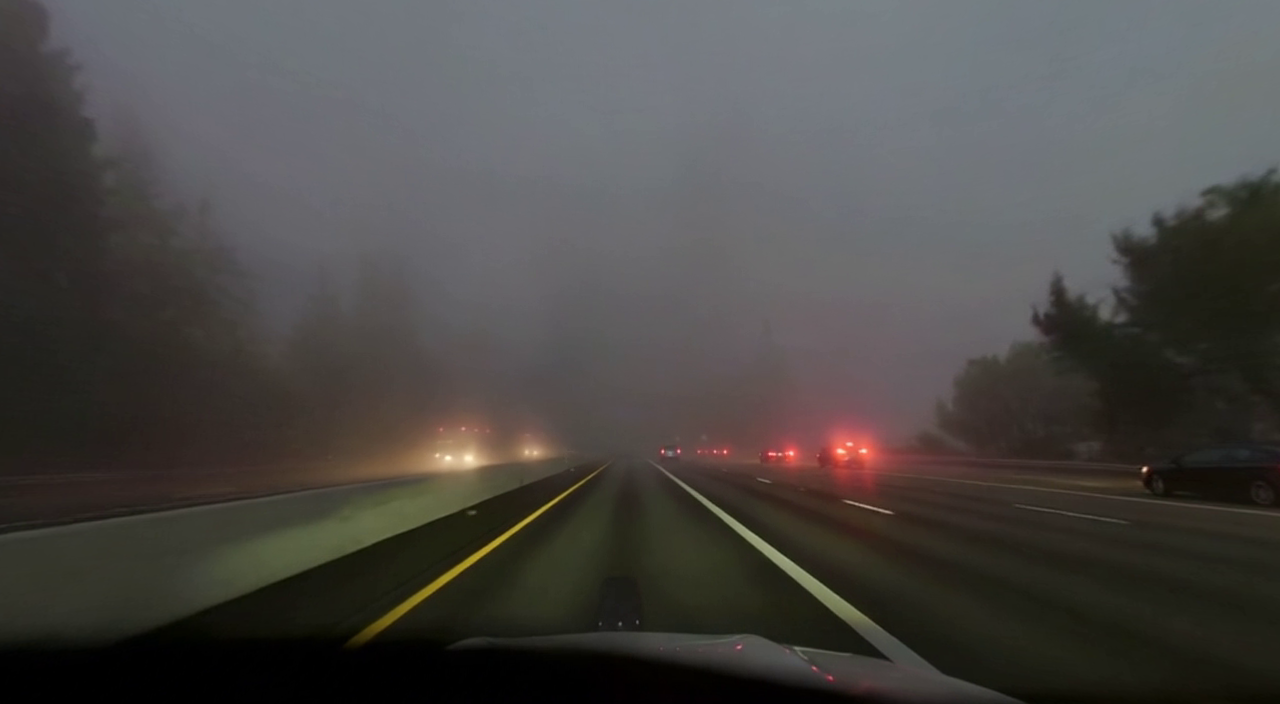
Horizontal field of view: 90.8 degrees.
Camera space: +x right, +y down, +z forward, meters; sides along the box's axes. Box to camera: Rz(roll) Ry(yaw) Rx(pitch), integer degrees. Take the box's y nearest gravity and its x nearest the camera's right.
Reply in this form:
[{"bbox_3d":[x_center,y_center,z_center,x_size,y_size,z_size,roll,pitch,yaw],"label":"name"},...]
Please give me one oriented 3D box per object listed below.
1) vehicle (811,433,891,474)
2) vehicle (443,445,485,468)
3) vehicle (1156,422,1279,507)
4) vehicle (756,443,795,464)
[{"bbox_3d":[9.961,4.838,30.255,2.098,1.820,4.505,0,-9,-2],"label":"vehicle"},{"bbox_3d":[-12.995,7.705,46.840,1.936,1.573,4.320,0,-9,-1],"label":"vehicle"},{"bbox_3d":[14.011,2.403,13.640,1.957,1.709,4.387,0,-9,-1],"label":"vehicle"},{"bbox_3d":[10.299,7.758,48.367,1.931,1.479,4.183,0,-9,-2],"label":"vehicle"}]
